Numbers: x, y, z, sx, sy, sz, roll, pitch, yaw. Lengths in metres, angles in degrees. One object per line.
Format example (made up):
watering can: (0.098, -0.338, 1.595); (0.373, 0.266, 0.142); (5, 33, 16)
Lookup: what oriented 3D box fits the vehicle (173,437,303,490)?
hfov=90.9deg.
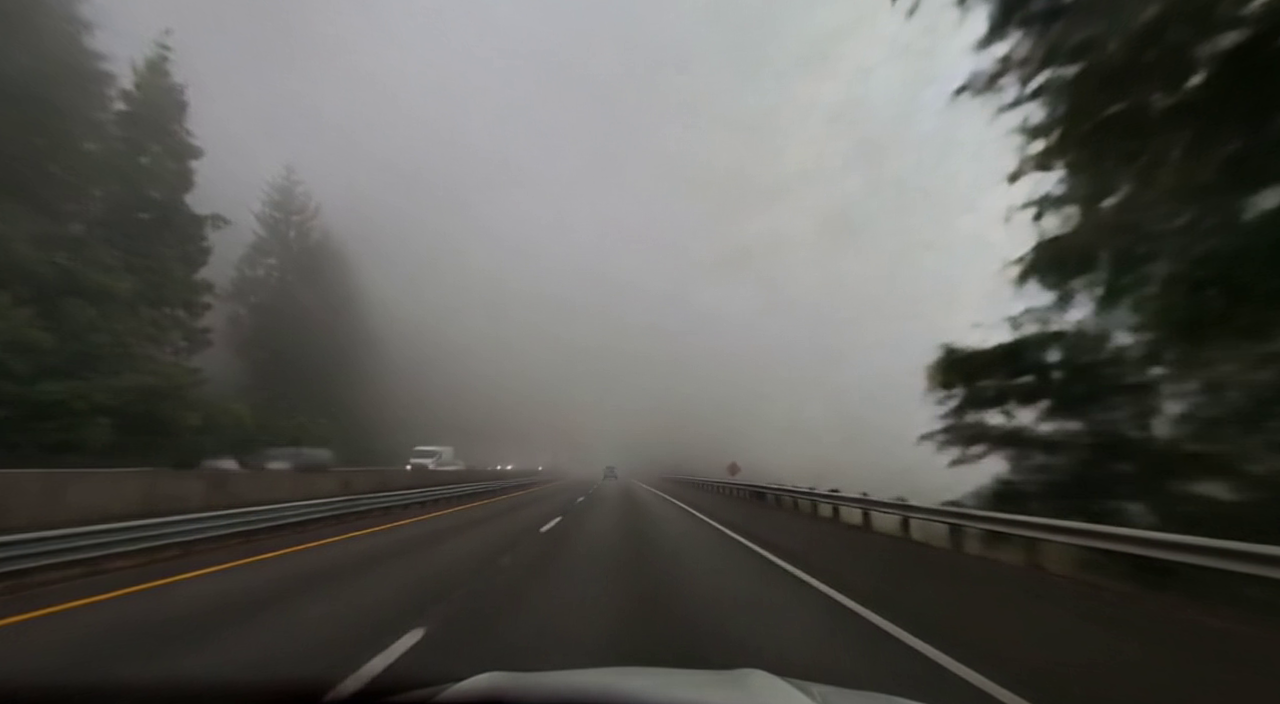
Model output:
vehicle: (-12.876, 3.624, 20.504); (1.768, 1.511, 3.826); (1, -10, -2)
